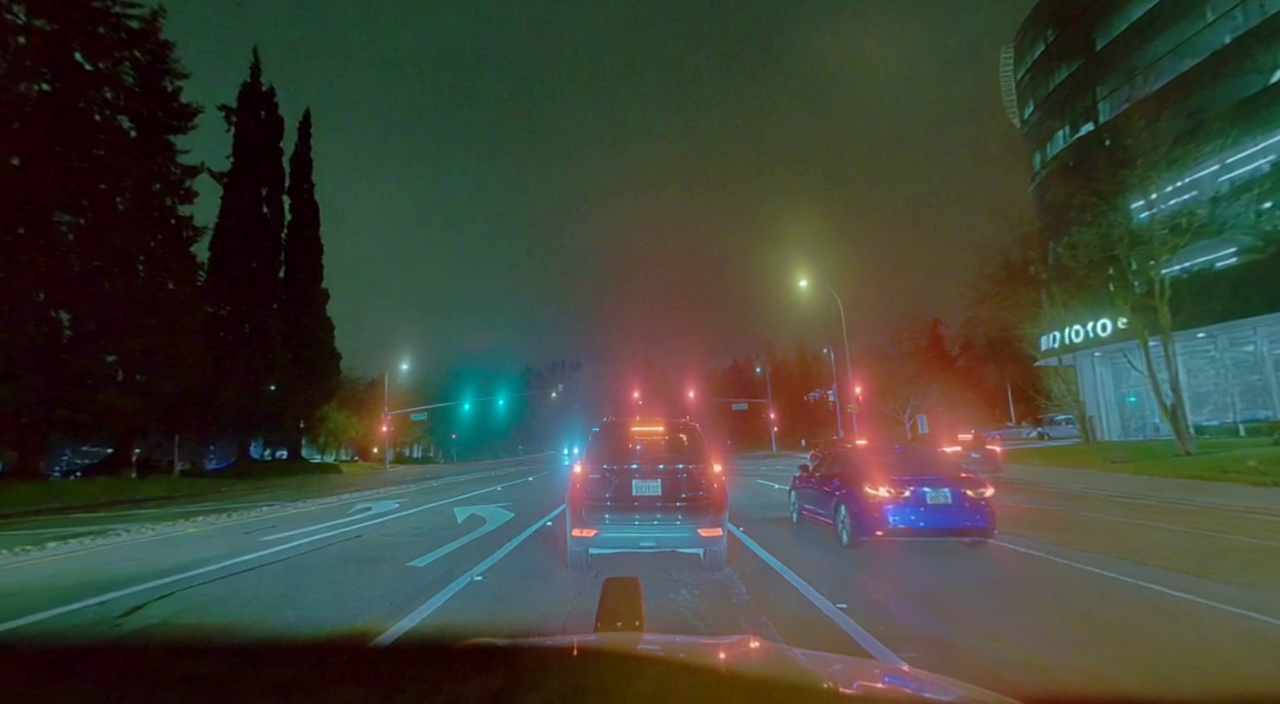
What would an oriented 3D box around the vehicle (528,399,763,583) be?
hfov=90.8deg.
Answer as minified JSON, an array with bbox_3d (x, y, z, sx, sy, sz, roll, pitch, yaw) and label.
[{"bbox_3d":[0.055,1.656,8.254,2.266,1.762,4.131,0,-9,0],"label":"vehicle"}]

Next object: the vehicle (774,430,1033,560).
[{"bbox_3d":[3.508,1.985,9.504,1.997,1.471,4.321,0,-9,0],"label":"vehicle"}]
